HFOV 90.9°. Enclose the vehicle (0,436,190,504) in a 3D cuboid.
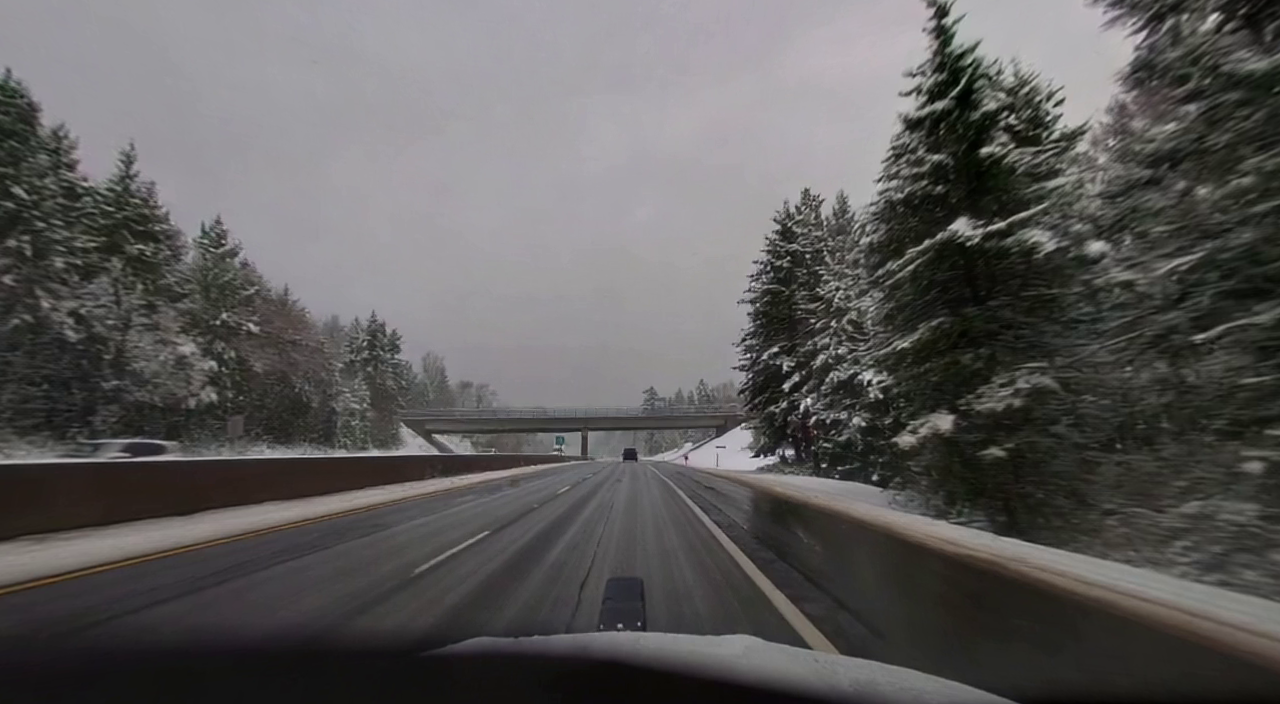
[{"bbox_3d":[-14.213,3.000,16.396,1.881,1.513,4.207,0,-9,0],"label":"vehicle"}]
